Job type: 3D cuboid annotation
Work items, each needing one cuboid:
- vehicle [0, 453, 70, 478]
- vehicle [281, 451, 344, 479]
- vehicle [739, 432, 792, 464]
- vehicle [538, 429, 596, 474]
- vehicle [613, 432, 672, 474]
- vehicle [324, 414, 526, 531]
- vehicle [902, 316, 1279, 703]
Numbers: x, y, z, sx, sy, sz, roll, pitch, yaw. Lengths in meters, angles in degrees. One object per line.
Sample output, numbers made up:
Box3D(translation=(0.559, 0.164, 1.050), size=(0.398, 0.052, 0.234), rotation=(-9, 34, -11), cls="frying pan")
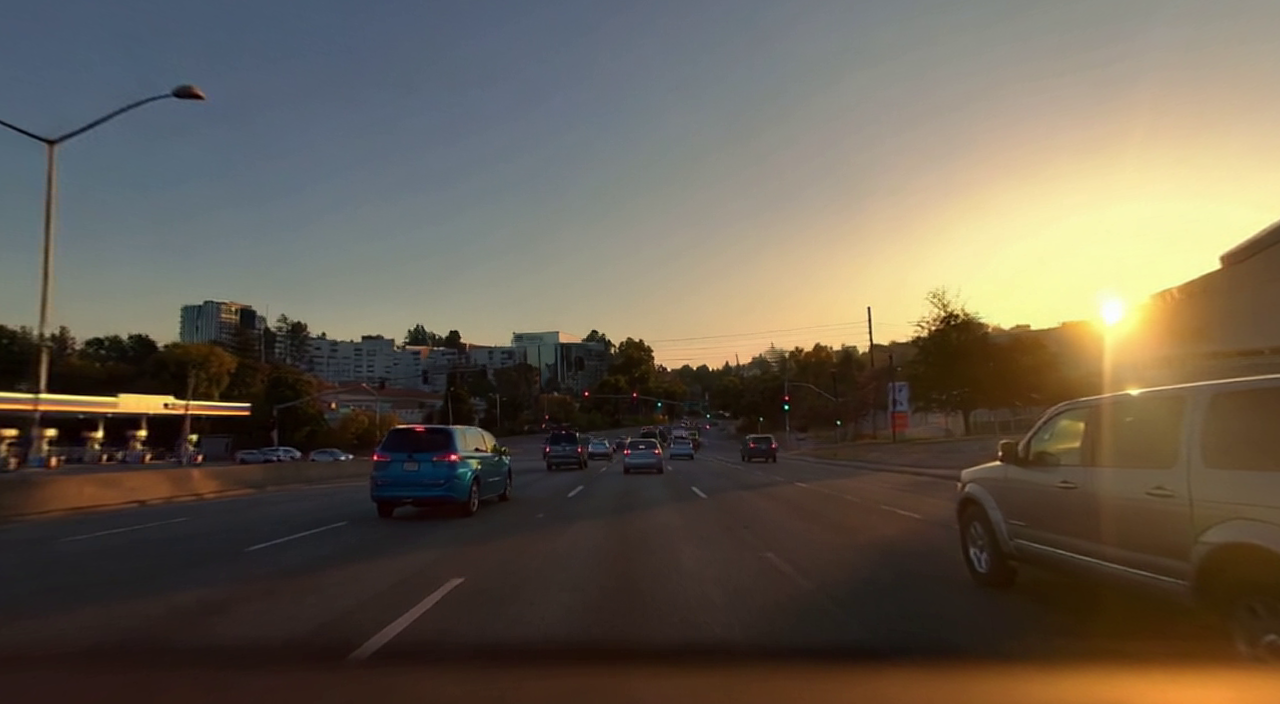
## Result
Box3D(translation=(-46.668, 8.550, 47.496), size=(4.918, 1.754, 2.120), rotation=(0, -8, 0), cls="vehicle")
Box3D(translation=(-20.714, 7.152, 39.970), size=(2.324, 1.551, 4.965), rotation=(2, -8, -13), cls="vehicle")
Box3D(translation=(7.137, 5.501, 36.208), size=(2.119, 1.696, 4.623), rotation=(0, -8, 0), cls="vehicle")
Box3D(translation=(-3.314, 4.631, 29.524), size=(2.025, 1.936, 4.995), rotation=(0, -8, 1), cls="vehicle")
Box3D(translation=(0.083, 4.571, 28.771), size=(2.426, 1.703, 5.602), rotation=(0, -8, 0), cls="vehicle")
Box3D(translation=(-3.697, 2.174, 12.037), size=(2.002, 1.747, 5.173), rotation=(0, -8, 0), cls="vehicle")
Box3D(translation=(3.738, 0.937, 3.971), size=(2.055, 1.786, 4.817), rotation=(0, -8, 0), cls="vehicle")
